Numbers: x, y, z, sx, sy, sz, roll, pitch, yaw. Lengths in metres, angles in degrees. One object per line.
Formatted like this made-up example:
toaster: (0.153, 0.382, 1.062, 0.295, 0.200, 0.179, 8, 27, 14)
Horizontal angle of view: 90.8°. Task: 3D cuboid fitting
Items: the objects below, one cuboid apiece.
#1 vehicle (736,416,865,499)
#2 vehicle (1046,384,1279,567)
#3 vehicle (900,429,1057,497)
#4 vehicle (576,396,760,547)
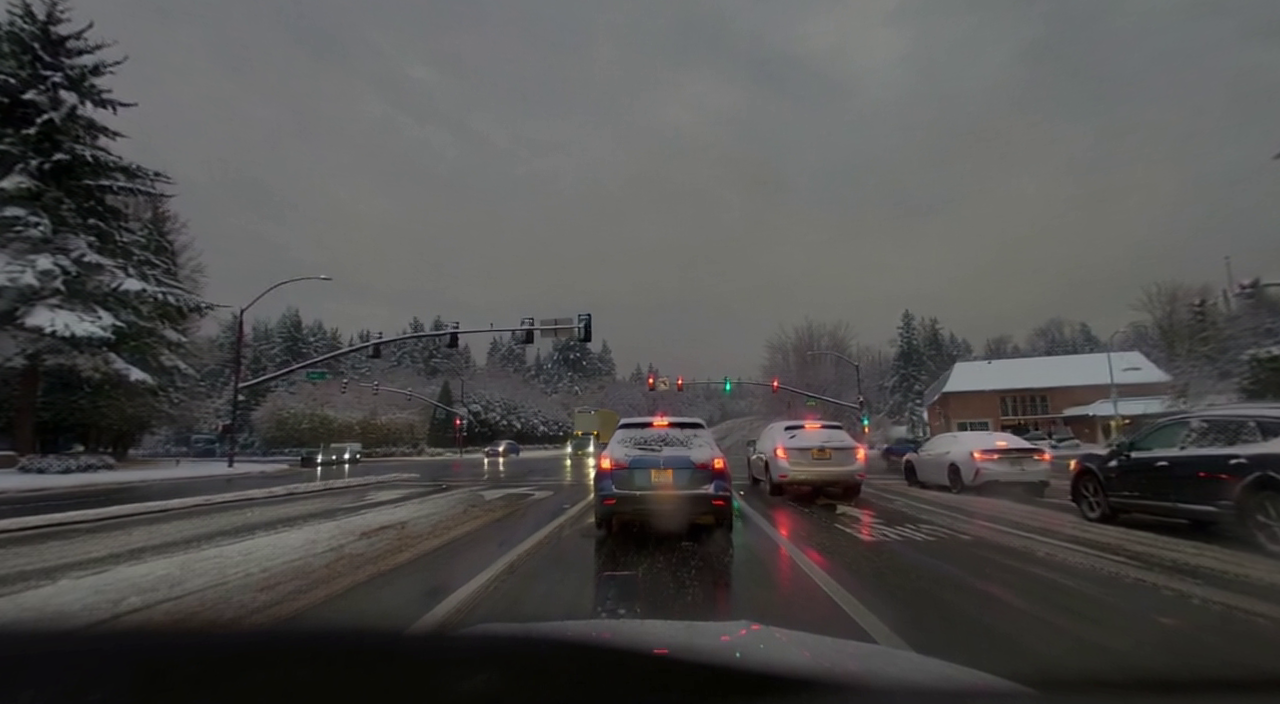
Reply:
vehicle: (3.837, 2.650, 16.075, 2.188, 1.774, 4.646, -1, -9, 2)
vehicle: (7.395, 1.420, 7.606, 2.074, 1.791, 4.393, 0, -9, 1)
vehicle: (8.374, 2.787, 16.156, 1.862, 1.471, 4.297, -1, -9, 4)
vehicle: (0.311, 1.751, 9.763, 2.211, 1.795, 4.179, 0, -9, -1)
